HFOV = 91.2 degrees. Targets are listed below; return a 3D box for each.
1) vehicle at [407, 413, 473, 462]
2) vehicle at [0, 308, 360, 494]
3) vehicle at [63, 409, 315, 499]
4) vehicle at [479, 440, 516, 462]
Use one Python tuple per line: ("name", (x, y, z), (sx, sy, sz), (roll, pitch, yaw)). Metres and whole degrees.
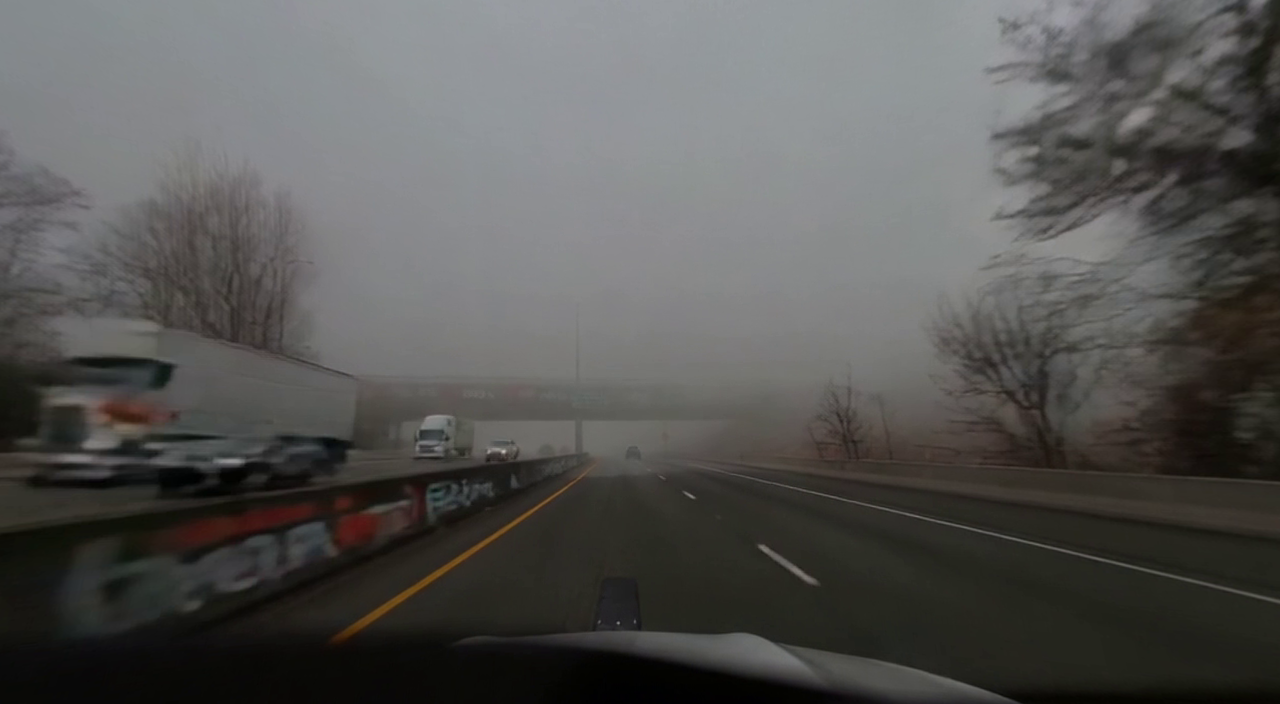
("vehicle", (-15.180, 6.658, 48.205), (2.751, 3.441, 7.312), (0, -9, -2))
("vehicle", (-13.728, 2.115, 20.688), (2.885, 4.088, 13.949), (0, -9, -2))
("vehicle", (-9.346, 2.196, 13.657), (2.046, 1.609, 4.642), (0, -9, -1))
("vehicle", (-10.316, 7.223, 45.607), (1.857, 1.490, 4.145), (0, -9, -2))
